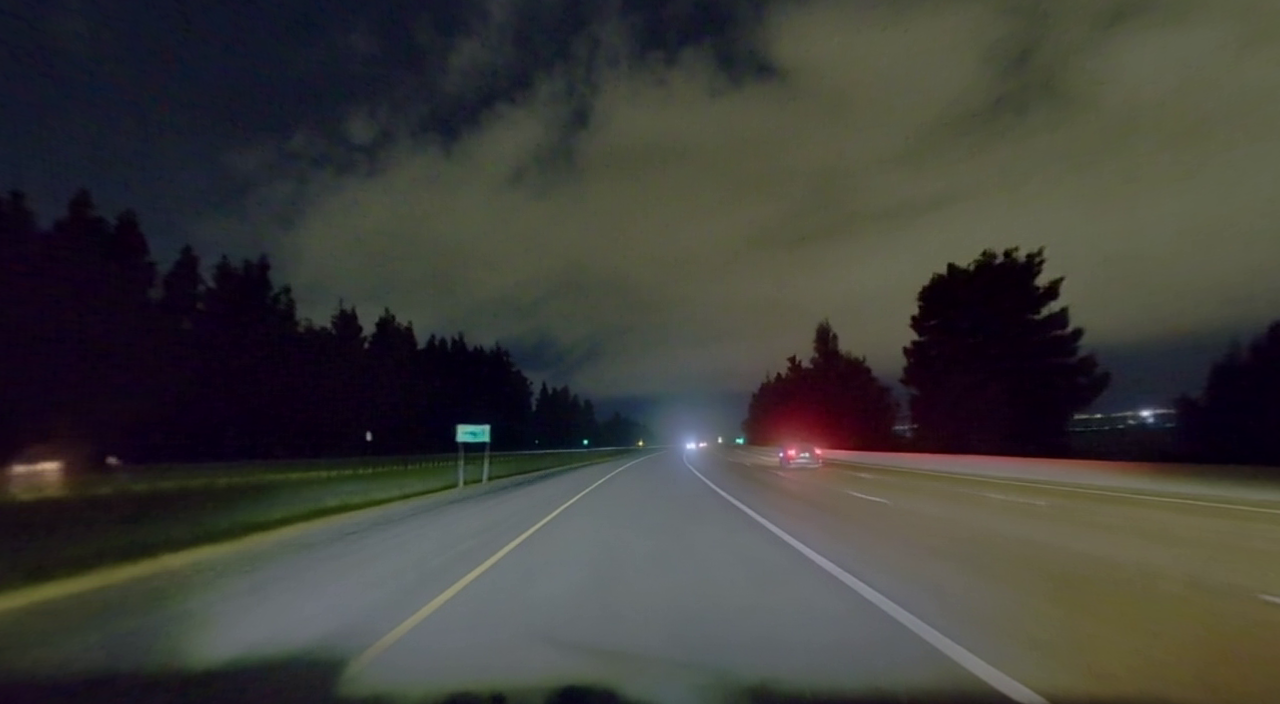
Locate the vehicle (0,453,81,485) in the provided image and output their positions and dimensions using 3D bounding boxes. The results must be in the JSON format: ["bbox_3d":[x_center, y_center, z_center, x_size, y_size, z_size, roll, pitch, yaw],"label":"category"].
[{"bbox_3d":[-33.577,6.326,34.291,1.945,1.572,4.722,-1,-8,2],"label":"vehicle"}]
